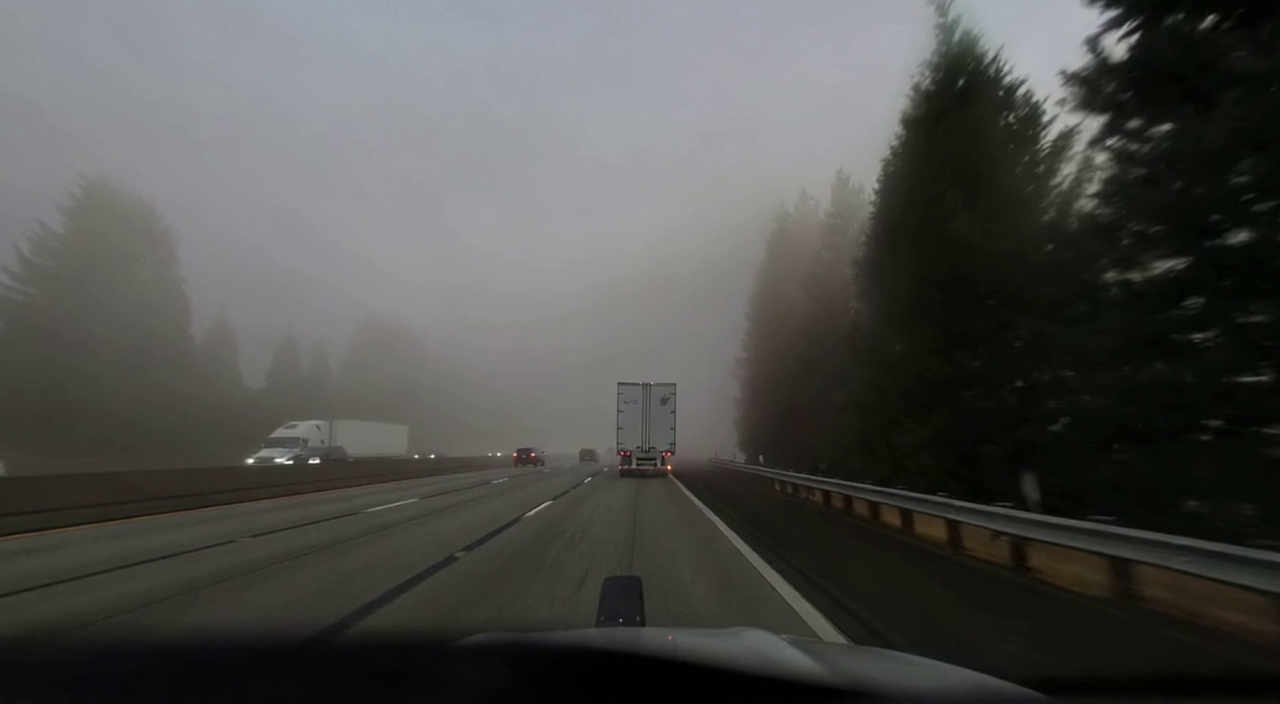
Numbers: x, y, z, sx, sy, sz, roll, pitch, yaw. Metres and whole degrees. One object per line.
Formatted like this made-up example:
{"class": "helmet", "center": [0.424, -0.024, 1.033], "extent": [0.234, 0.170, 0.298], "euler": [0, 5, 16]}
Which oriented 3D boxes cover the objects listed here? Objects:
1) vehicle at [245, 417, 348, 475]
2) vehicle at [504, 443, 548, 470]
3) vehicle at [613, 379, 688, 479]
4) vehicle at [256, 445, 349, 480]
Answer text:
{"class": "vehicle", "center": [-25.507, 7.069, 47.381], "extent": [2.959, 3.986, 8.233], "euler": [0, -9, 1]}
{"class": "vehicle", "center": [-7.515, 6.902, 41.912], "extent": [2.066, 1.674, 4.423], "euler": [0, -9, 0]}
{"class": "vehicle", "center": [0.340, 4.020, 31.711], "extent": [3.052, 4.132, 11.336], "euler": [0, -9, -1]}
{"class": "vehicle", "center": [-17.852, 5.826, 33.642], "extent": [2.242, 1.713, 4.902], "euler": [0, -9, 1]}
